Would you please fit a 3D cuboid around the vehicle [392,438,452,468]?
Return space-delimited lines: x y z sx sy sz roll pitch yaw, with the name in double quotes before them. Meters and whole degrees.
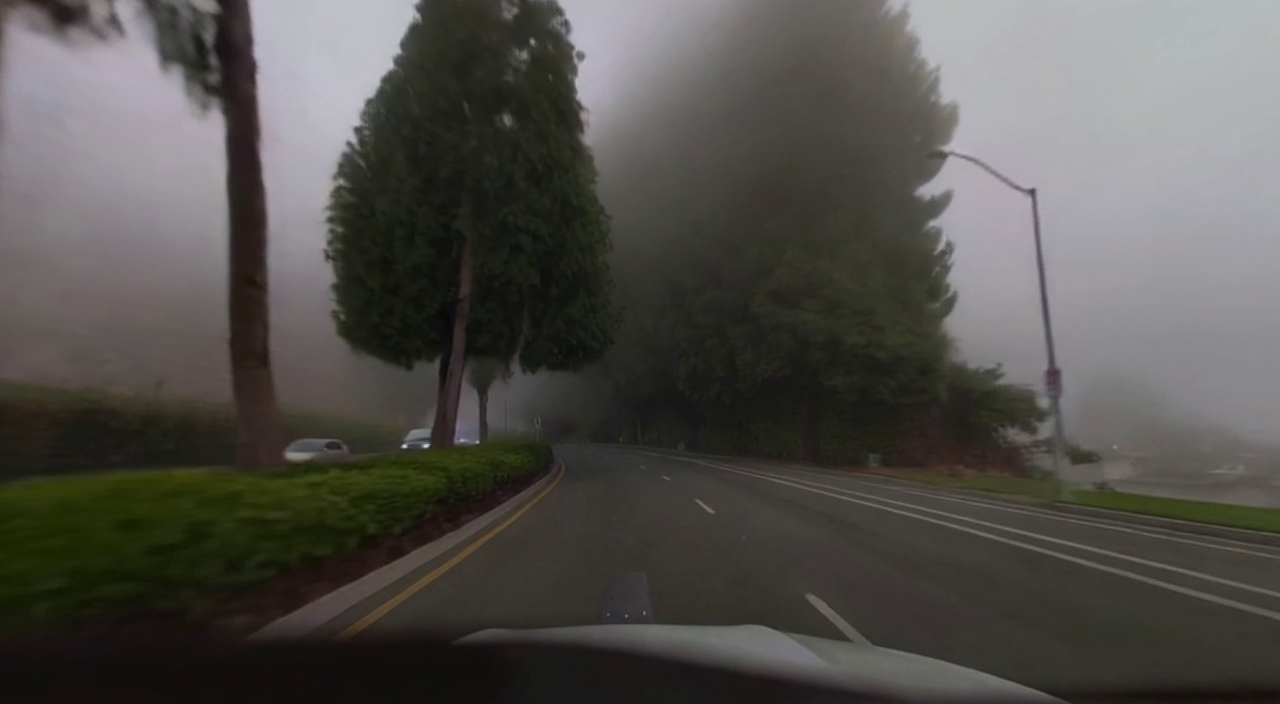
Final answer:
"vehicle" -11.381 5.308 33.255 1.953 1.458 4.544 1 -8 -5

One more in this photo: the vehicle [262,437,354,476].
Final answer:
"vehicle" -14.001 4.420 26.882 1.842 1.495 4.375 0 -8 -5
